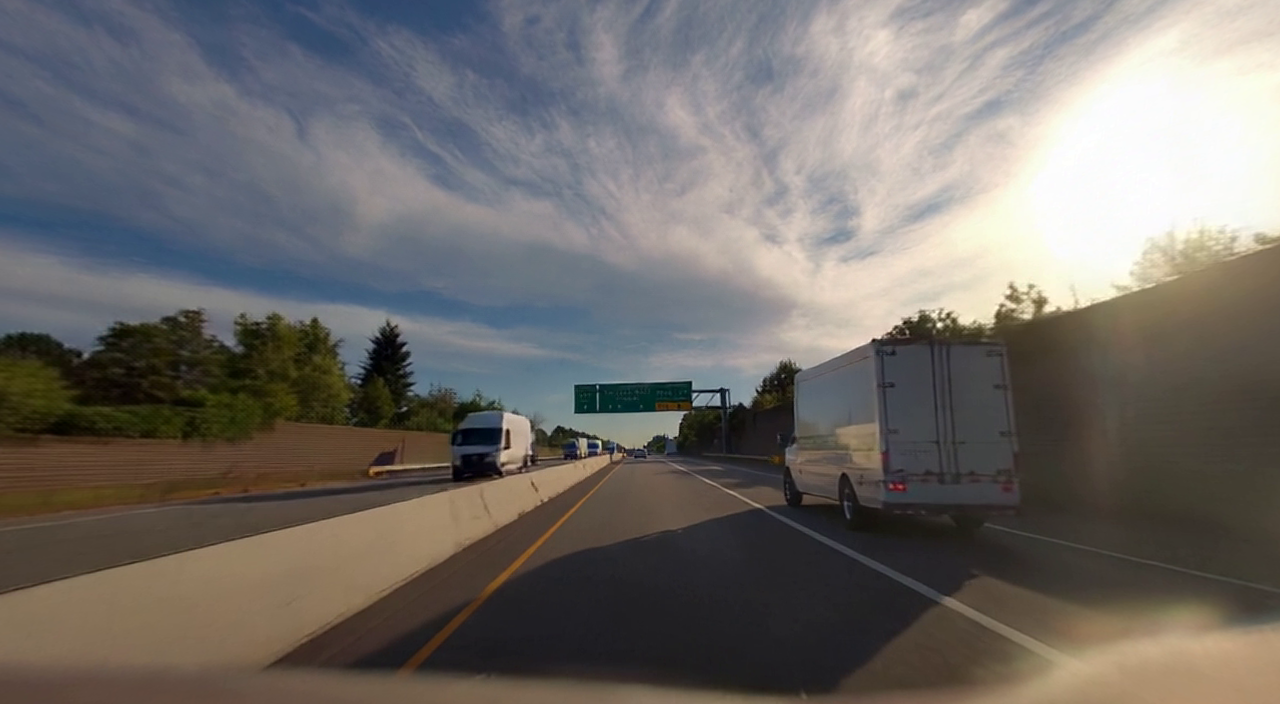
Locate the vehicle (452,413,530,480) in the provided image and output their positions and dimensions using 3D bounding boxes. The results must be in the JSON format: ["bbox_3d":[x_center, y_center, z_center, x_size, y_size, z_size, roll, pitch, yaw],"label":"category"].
[{"bbox_3d":[-8.593,5.605,37.277,2.965,3.546,7.119,-1,-9,-1],"label":"vehicle"}]

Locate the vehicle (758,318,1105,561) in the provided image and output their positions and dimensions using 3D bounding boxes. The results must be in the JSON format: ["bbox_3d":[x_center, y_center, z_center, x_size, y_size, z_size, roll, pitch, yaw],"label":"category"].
[{"bbox_3d":[3.994,1.497,10.704,2.449,2.805,6.763,0,-9,-2],"label":"vehicle"}]
